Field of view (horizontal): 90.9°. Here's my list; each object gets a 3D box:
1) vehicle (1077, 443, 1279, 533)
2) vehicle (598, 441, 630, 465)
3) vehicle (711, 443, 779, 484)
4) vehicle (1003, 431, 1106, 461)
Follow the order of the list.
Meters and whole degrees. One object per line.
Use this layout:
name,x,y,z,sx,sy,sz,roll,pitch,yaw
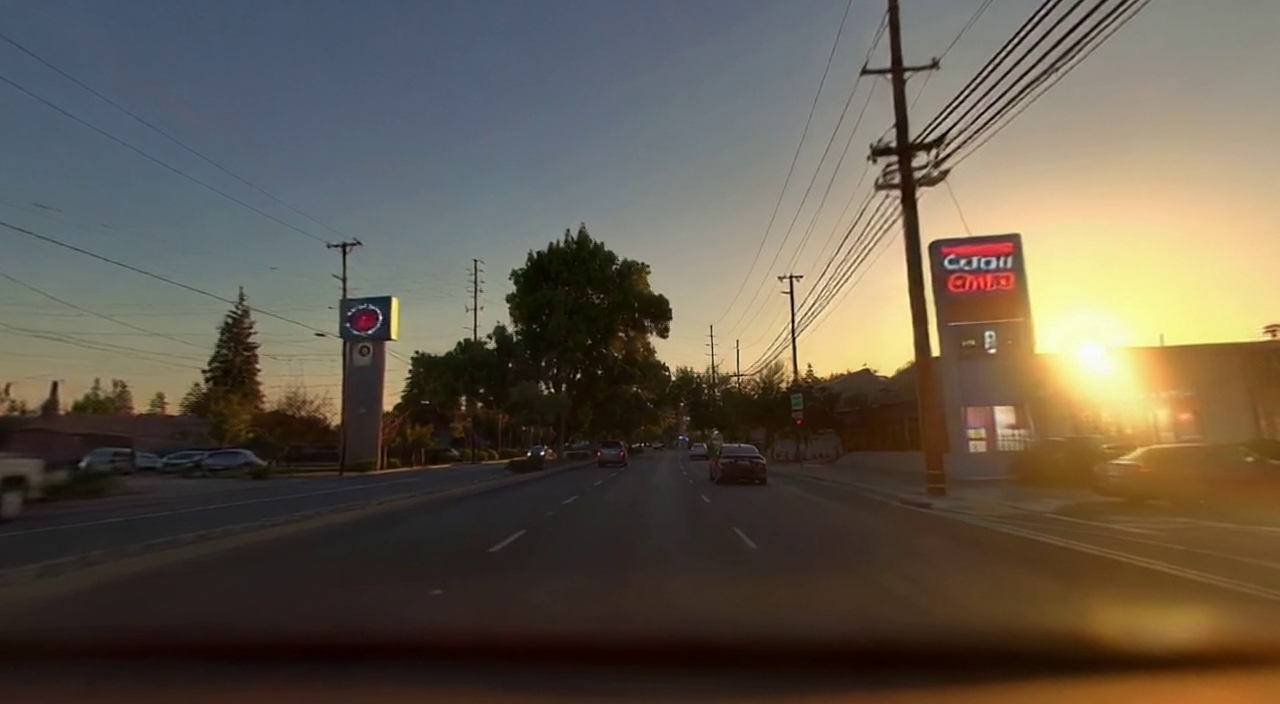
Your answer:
vehicle,11.419,2.612,12.512,4.144,1.540,1.913,0,-7,-5
vehicle,-1.843,7.353,45.917,2.047,1.664,4.148,-1,-9,2
vehicle,4.011,4.332,24.759,1.978,1.455,4.195,0,-9,0
vehicle,28.126,6.376,42.836,5.612,1.850,2.328,1,-9,-10
